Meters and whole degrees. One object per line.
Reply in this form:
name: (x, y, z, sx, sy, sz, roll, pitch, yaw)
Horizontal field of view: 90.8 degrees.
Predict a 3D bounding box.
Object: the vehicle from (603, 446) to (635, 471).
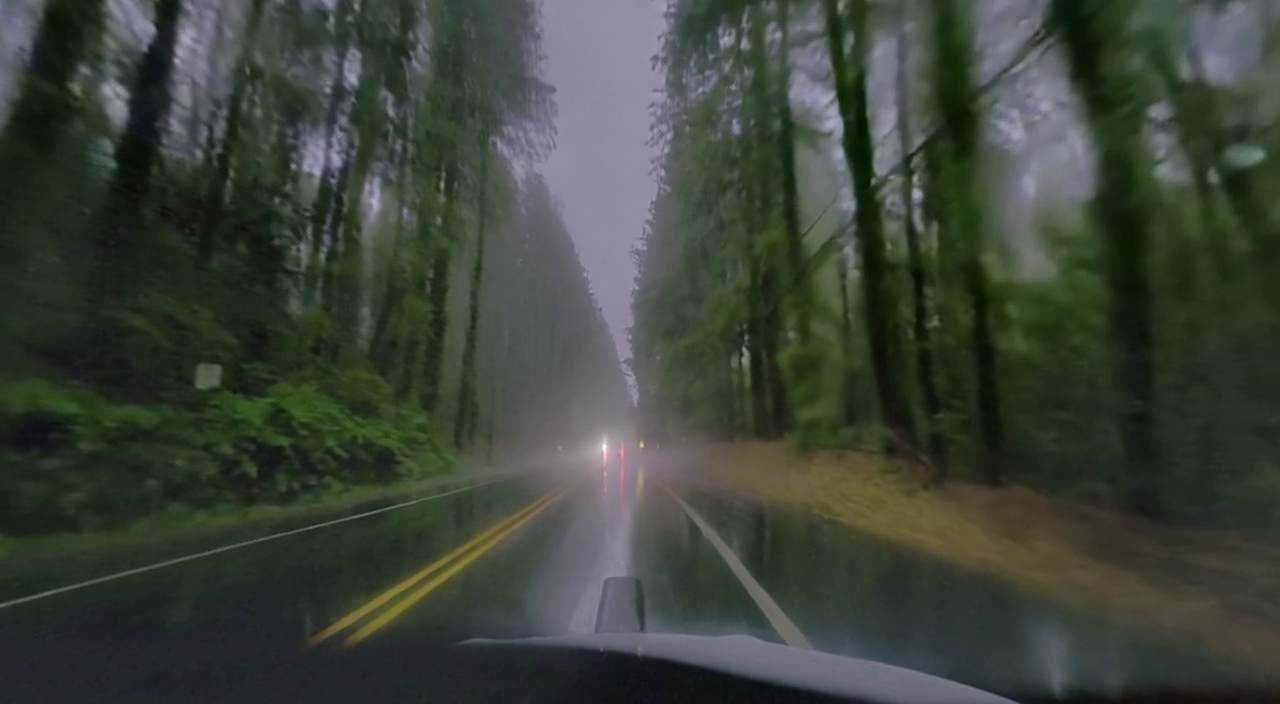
vehicle: (-1.443, 7.029, 41.906, 2.042, 1.489, 3.963, 0, -9, -3)
